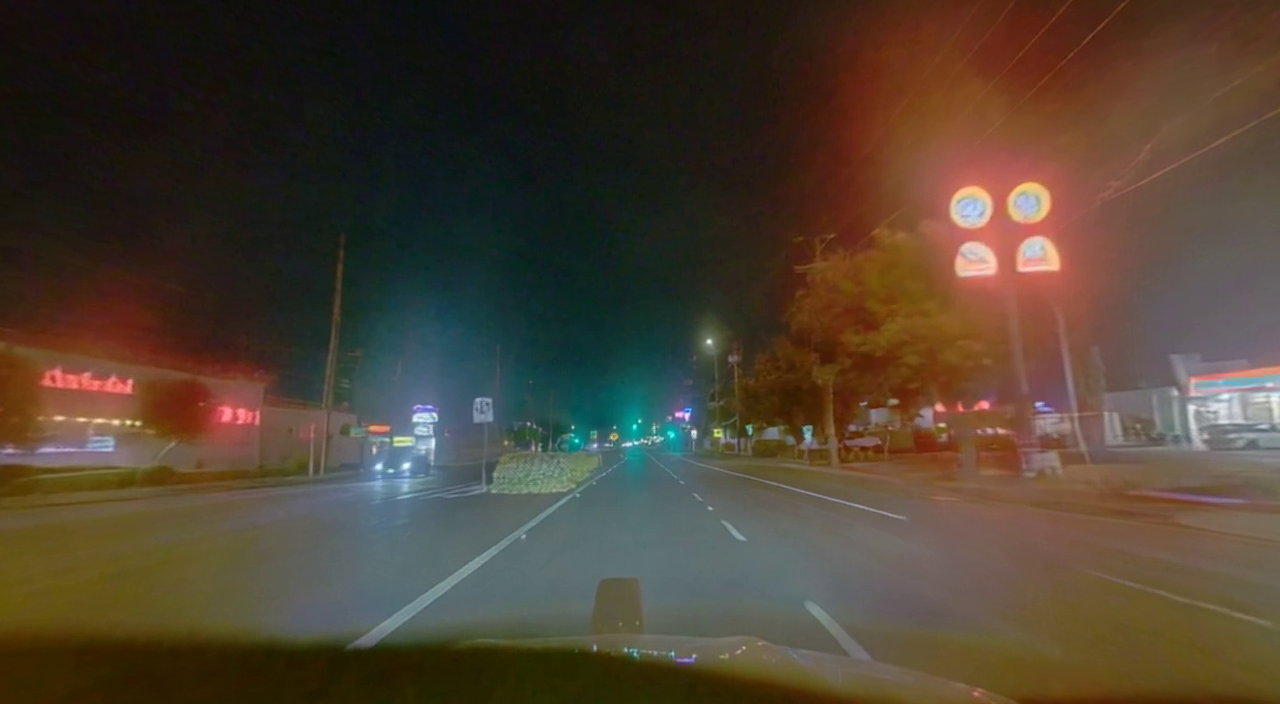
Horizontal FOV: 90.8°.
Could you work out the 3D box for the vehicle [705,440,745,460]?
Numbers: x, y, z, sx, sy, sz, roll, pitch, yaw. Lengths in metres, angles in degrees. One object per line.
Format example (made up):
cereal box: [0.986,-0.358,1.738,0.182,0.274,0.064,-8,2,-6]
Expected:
vehicle: [6.383,7.428,47.944,2.261,1.479,4.403,0,-8,-2]

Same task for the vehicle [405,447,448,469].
vehicle: [-16.322,8.095,48.516,1.916,1.545,3.896,0,-8,-1]
